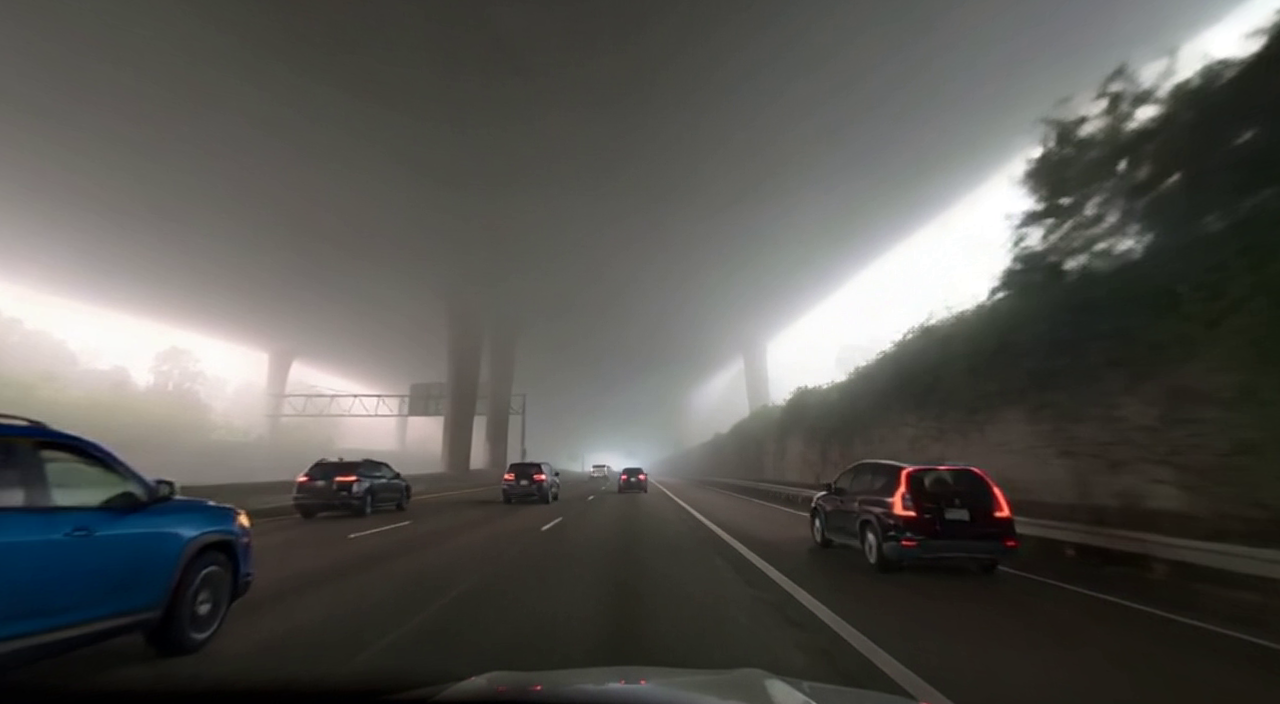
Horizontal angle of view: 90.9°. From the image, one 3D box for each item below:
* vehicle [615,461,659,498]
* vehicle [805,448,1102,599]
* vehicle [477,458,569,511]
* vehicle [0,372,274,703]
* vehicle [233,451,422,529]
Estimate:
[{"bbox_3d":[-0.145,6.106,30.251,1.992,1.601,3.762,1,-11,0],"label":"vehicle"},{"bbox_3d":[3.869,2.203,8.773,1.992,1.557,4.017,1,-11,-1],"label":"vehicle"},{"bbox_3d":[-3.753,4.388,21.180,2.102,1.521,4.687,1,-11,1],"label":"vehicle"},{"bbox_3d":[-3.955,0.908,2.700,2.069,1.699,4.452,1,-11,-1],"label":"vehicle"},{"bbox_3d":[-7.238,3.263,15.326,2.142,1.545,4.708,1,-11,0],"label":"vehicle"}]
